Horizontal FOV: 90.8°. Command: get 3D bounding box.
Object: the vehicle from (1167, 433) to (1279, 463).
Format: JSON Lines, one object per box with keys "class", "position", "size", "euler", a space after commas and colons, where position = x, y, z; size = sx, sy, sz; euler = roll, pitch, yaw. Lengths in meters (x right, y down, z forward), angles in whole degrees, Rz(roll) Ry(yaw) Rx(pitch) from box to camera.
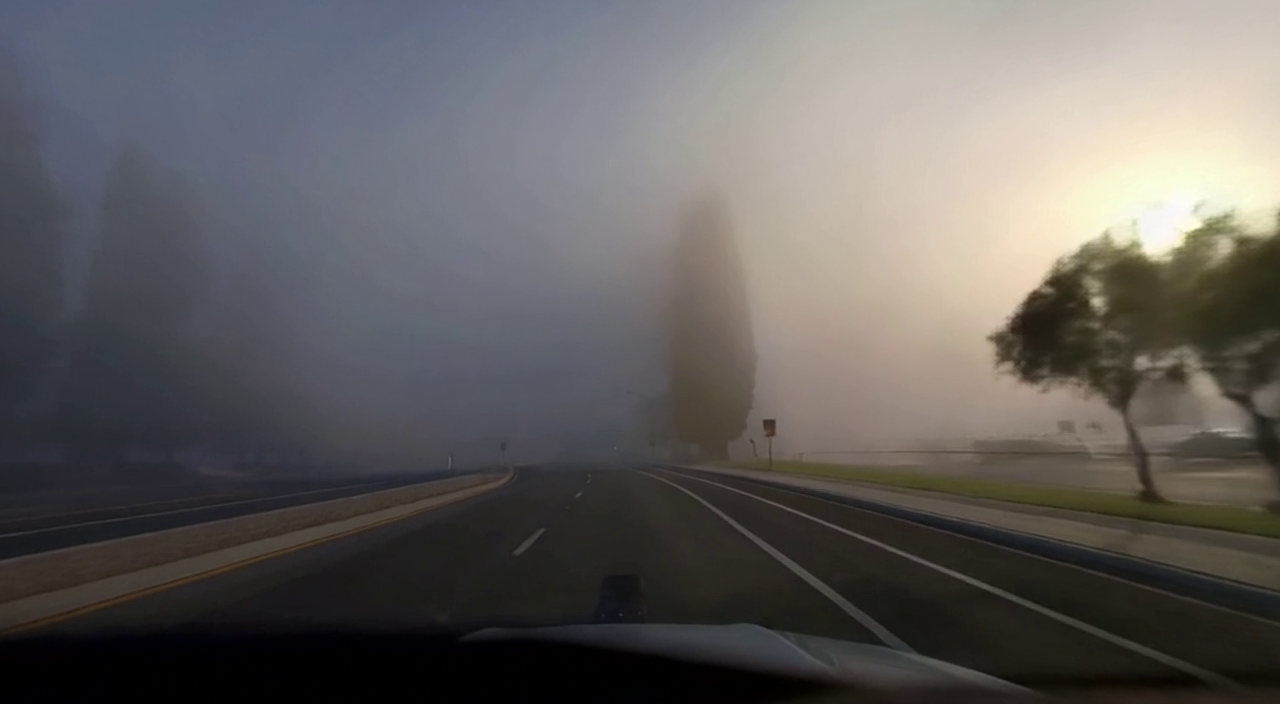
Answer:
{"class": "vehicle", "position": [31.638, 5.146, 33.907], "size": [5.062, 1.557, 1.988], "euler": [1, -8, -5]}
